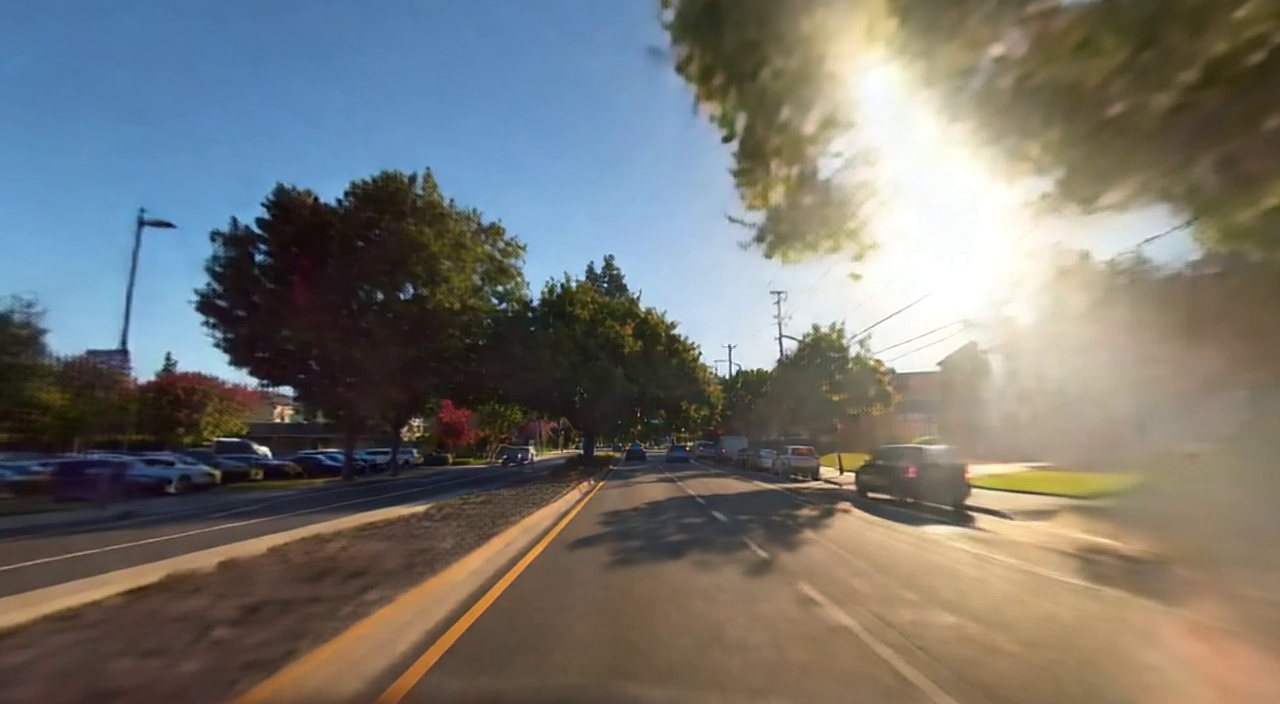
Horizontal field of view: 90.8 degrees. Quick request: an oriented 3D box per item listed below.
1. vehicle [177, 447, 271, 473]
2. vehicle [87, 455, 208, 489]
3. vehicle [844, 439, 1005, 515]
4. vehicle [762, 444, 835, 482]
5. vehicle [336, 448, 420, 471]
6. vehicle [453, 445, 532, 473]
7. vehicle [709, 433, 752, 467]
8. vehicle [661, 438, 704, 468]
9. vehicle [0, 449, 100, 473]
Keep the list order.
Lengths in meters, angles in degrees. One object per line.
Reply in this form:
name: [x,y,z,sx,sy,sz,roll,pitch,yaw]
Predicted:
vehicle: [-25.471,6.613,38.917,1.893,1.477,4.621,-3,-9,15]
vehicle: [-23.811,5.794,30.770,1.768,1.429,4.423,-2,-9,13]
vehicle: [7.157,3.156,16.536,1.994,1.691,4.472,0,-8,-2]
vehicle: [7.286,5.133,29.647,1.951,1.601,5.147,0,-8,-2]
vehicle: [-16.925,6.949,40.923,4.635,1.457,2.060,-2,-9,11]
vehicle: [-9.011,6.496,38.555,4.700,1.567,2.165,-7,-11,37]
vehicle: [6.956,7.578,49.090,2.323,2.433,5.901,0,-8,-1]
vehicle: [2.710,6.647,41.669,2.293,1.814,4.589,0,-8,-3]
vehicle: [-38.830,7.159,41.707,1.864,1.502,4.432,-2,-9,14]
